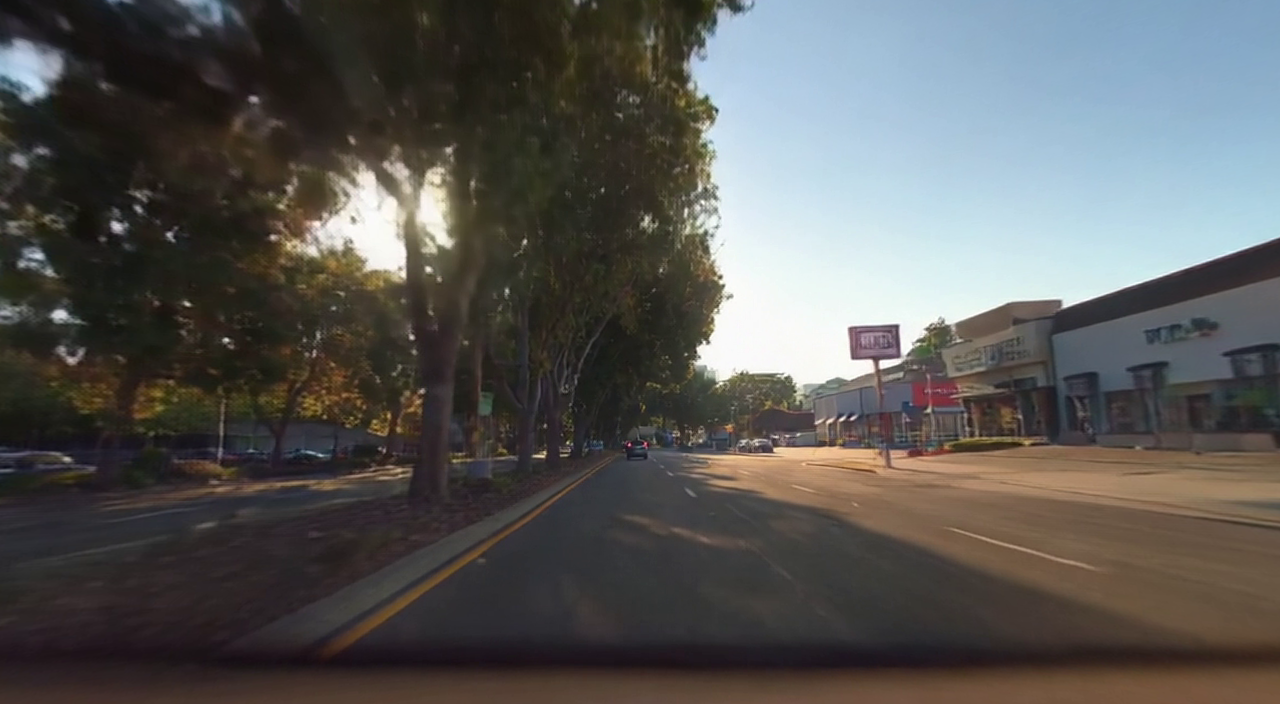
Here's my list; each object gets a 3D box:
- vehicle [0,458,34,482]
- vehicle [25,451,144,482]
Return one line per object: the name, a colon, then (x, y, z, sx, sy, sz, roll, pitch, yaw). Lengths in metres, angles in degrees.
vehicle: (-41.721, 7.780, 41.578, 4.398, 1.444, 2.145, -10, -12, 40)
vehicle: (-29.690, 6.101, 33.888, 4.408, 1.568, 2.052, 0, -9, 0)
